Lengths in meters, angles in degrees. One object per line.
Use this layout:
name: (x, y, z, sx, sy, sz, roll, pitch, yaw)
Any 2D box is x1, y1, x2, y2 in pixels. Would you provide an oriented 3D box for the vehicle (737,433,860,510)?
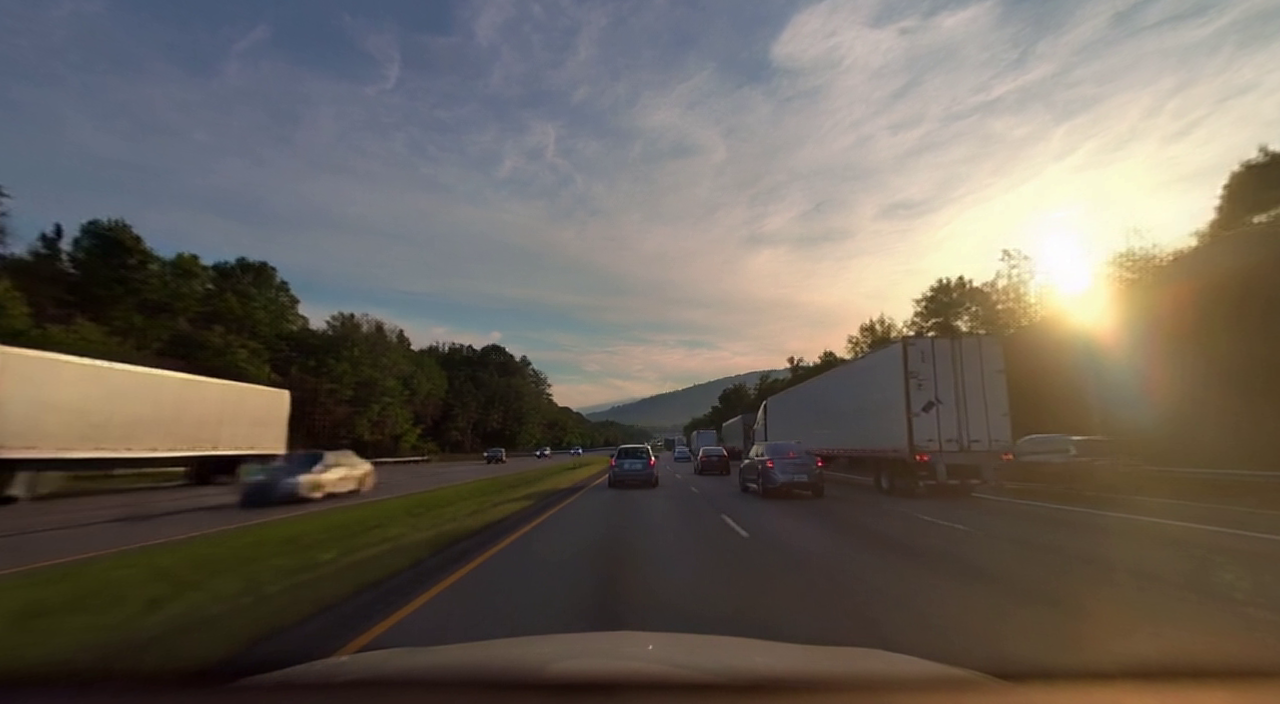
vehicle: (3.643, 2.816, 15.256, 1.920, 1.594, 3.867, 0, -9, 0)

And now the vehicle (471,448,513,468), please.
vehicle: (-11.570, 8.276, 49.507, 2.189, 1.486, 4.091, -1, -9, 2)

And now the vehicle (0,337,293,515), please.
vehicle: (-16.017, 2.379, 18.704, 3.084, 3.991, 14.527, 0, -9, 1)

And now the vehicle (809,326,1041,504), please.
vehicle: (7.614, 2.051, 18.658, 2.823, 4.063, 8.485, 0, -9, 0)

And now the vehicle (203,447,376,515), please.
vehicle: (-8.475, 3.120, 15.732, 2.043, 1.455, 3.840, 0, -9, 1)

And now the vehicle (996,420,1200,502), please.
vehicle: (12.010, 2.902, 17.093, 1.966, 1.870, 4.734, 0, -9, 1)

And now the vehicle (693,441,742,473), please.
vehicle: (4.161, 5.749, 34.598, 2.150, 1.632, 4.260, 0, -9, 0)

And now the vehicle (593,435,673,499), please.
vehicle: (-0.156, 3.198, 17.834, 2.023, 1.618, 3.628, 0, -9, 1)
